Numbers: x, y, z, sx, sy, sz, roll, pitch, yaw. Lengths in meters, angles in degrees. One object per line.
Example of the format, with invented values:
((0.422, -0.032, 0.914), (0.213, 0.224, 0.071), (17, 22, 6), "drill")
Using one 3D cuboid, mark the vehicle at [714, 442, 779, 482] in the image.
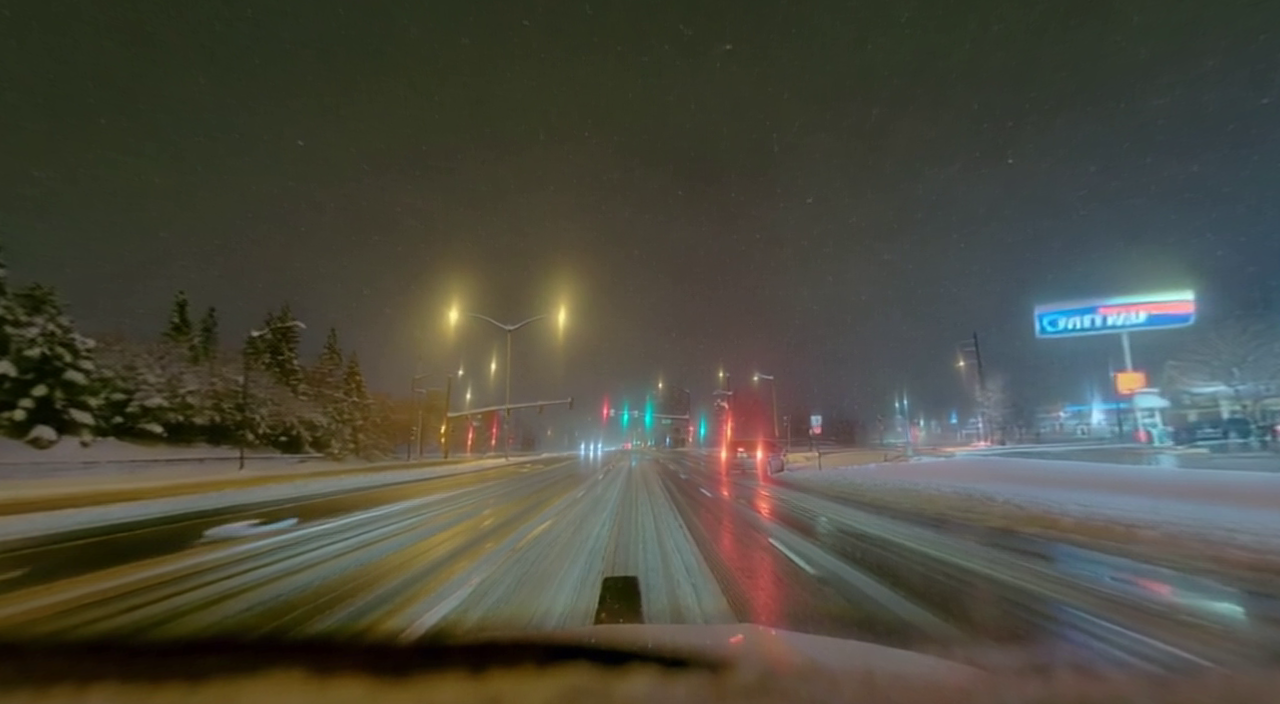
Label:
((4.203, 4.412, 25.737), (2.113, 1.470, 4.867), (-1, -8, 4), "vehicle")
